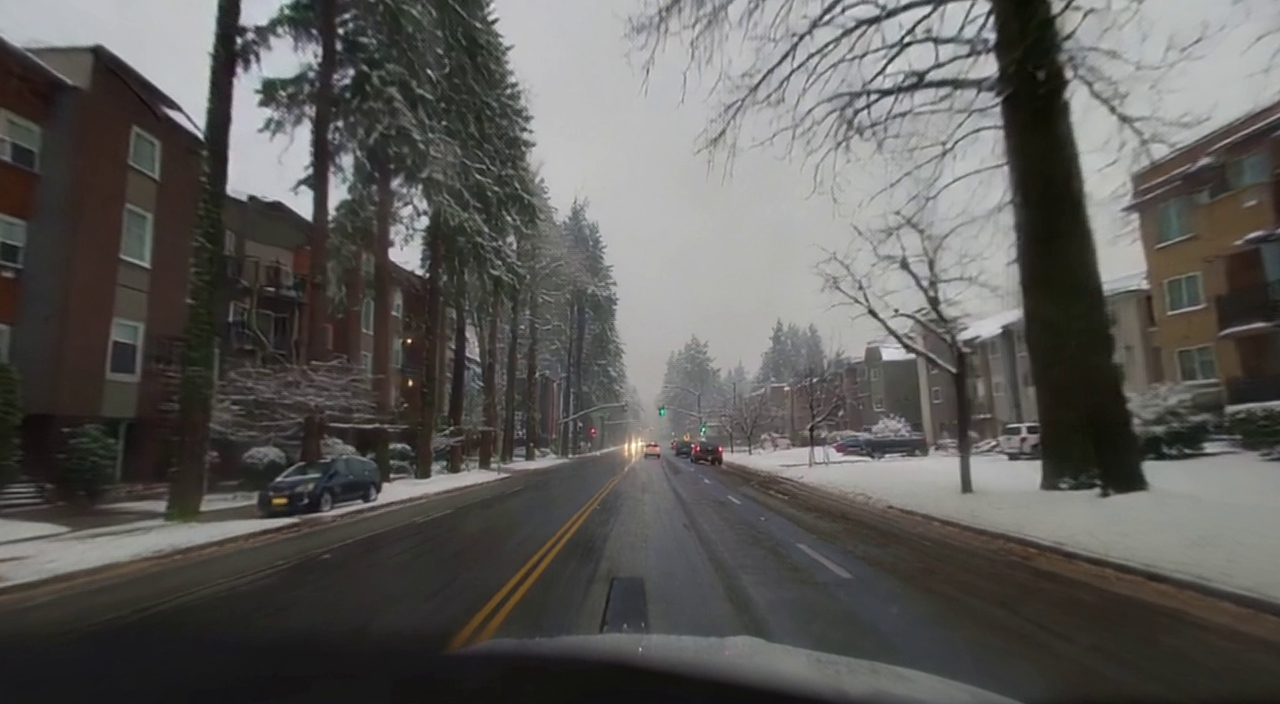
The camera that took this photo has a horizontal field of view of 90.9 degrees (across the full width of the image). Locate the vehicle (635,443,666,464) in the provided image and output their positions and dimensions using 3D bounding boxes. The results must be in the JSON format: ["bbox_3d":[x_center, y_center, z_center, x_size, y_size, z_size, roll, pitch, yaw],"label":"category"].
[{"bbox_3d":[0.730,7.415,46.144,2.097,1.463,4.043,-1,-9,0],"label":"vehicle"}]

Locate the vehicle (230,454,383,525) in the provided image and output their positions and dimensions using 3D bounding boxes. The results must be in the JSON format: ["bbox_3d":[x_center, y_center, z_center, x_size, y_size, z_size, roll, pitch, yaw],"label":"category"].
[{"bbox_3d":[-9.380,3.838,18.221,1.933,1.498,4.446,-4,-7,1],"label":"vehicle"}]

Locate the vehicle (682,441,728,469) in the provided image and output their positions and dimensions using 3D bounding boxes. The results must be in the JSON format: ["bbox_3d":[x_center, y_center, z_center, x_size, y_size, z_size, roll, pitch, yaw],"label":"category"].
[{"bbox_3d":[3.702,6.022,36.904,2.078,1.488,4.741,0,-9,-1],"label":"vehicle"}]
